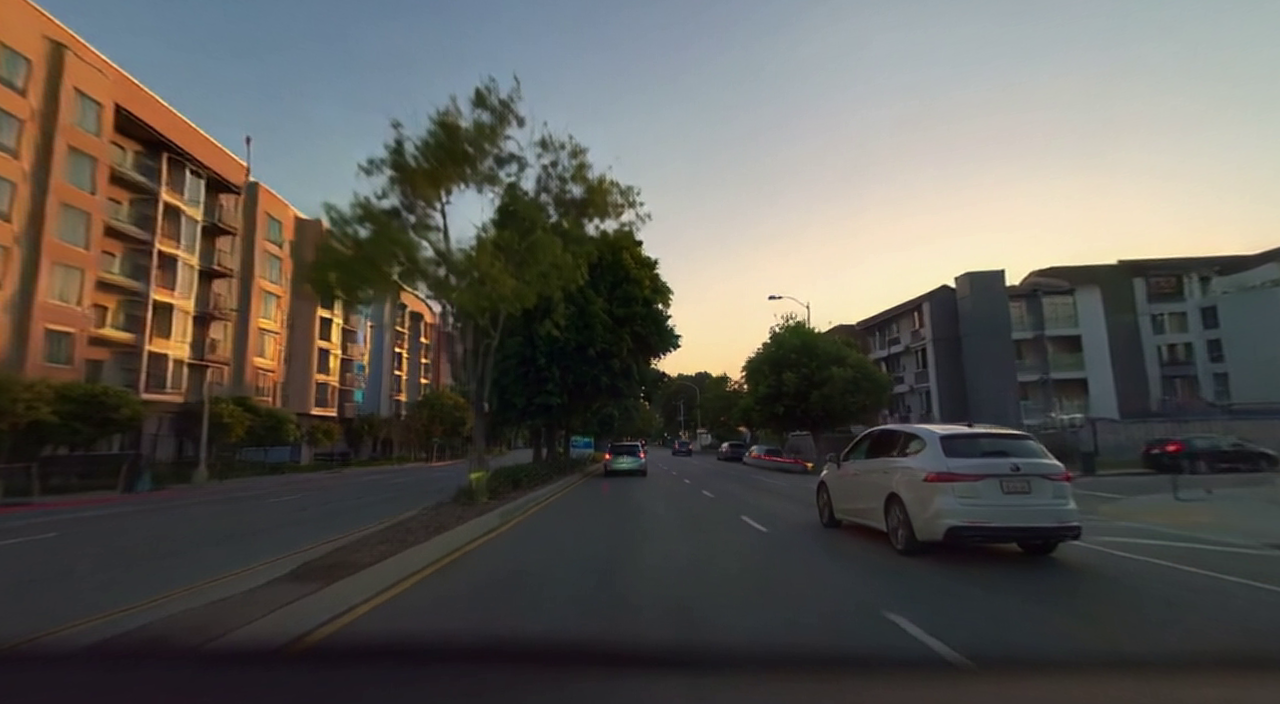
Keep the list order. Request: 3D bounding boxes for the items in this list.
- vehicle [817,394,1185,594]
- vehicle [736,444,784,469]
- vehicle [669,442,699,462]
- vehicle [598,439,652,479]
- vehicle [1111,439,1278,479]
[{"bbox_3d":[3.720,1.532,7.571,1.949,1.723,4.020,0,-9,-1],"label":"vehicle"},{"bbox_3d":[7.528,6.588,40.068,1.962,1.484,4.644,0,-9,-2],"label":"vehicle"},{"bbox_3d":[3.395,7.832,49.545,1.910,1.474,4.003,0,-9,-2],"label":"vehicle"},{"bbox_3d":[-0.540,4.276,25.426,2.006,1.487,3.535,0,-9,1],"label":"vehicle"},{"bbox_3d":[22.142,4.271,25.388,4.692,1.499,2.117,0,-9,-1],"label":"vehicle"}]
